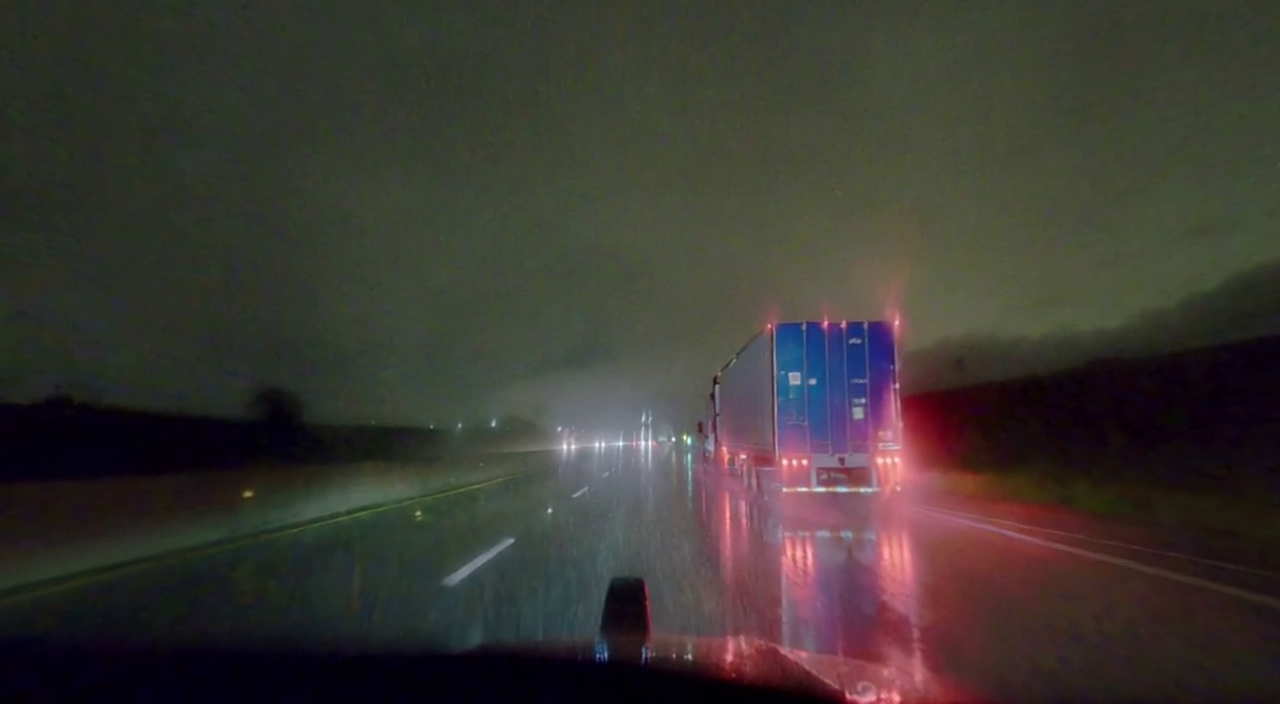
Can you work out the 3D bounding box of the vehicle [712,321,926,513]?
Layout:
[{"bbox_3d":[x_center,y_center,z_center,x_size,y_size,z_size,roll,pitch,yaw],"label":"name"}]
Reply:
[{"bbox_3d":[4.157,2.098,18.286,2.870,3.768,11.872,0,-8,1],"label":"vehicle"}]
